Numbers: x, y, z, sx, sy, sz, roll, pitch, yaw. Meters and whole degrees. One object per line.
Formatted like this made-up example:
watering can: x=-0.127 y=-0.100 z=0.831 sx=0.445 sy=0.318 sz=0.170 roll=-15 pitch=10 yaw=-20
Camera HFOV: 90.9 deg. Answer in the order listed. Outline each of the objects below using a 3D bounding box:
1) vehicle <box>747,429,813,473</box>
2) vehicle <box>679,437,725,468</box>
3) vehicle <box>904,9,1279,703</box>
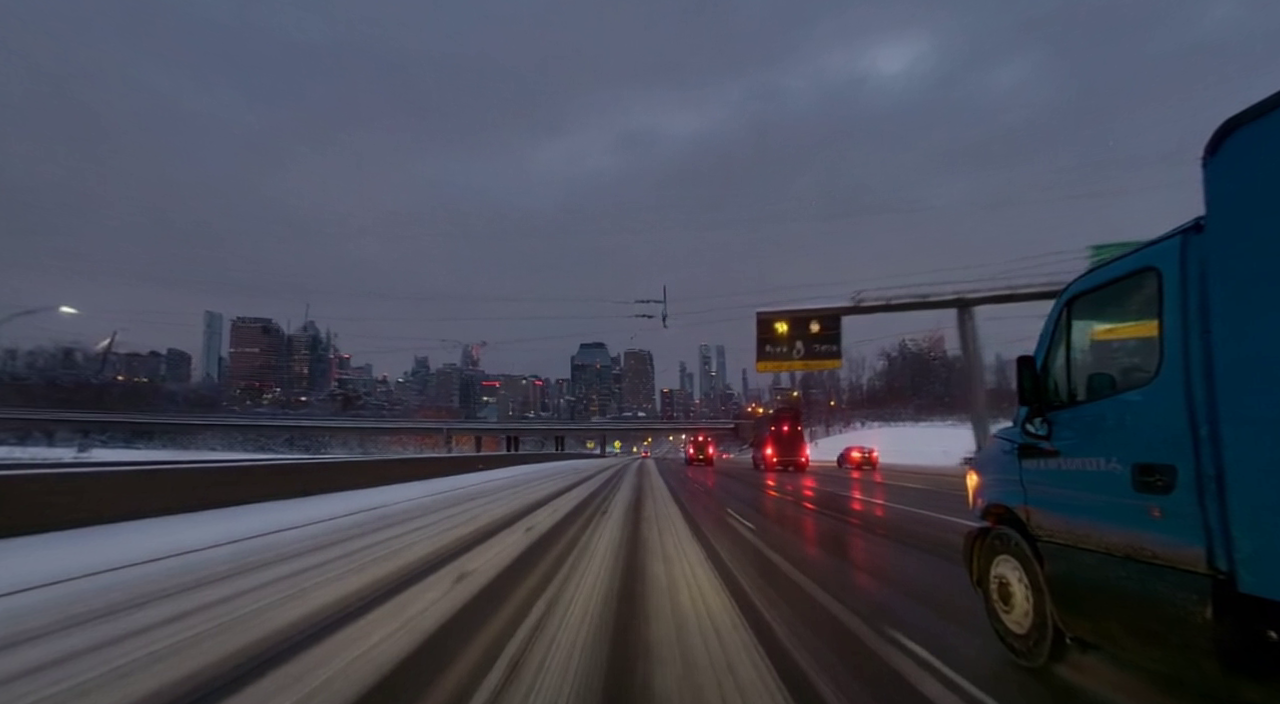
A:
vehicle: x=7.462 y=5.353 z=34.290 sx=2.301 sy=2.203 sz=5.419 roll=0 pitch=-8 yaw=-1
vehicle: x=4.045 y=6.738 z=42.484 sx=2.464 sy=1.961 sz=5.520 roll=0 pitch=-8 yaw=-1
vehicle: x=3.304 y=0.152 z=1.265 sx=2.436 sy=2.745 sz=7.034 roll=0 pitch=-8 yaw=0
